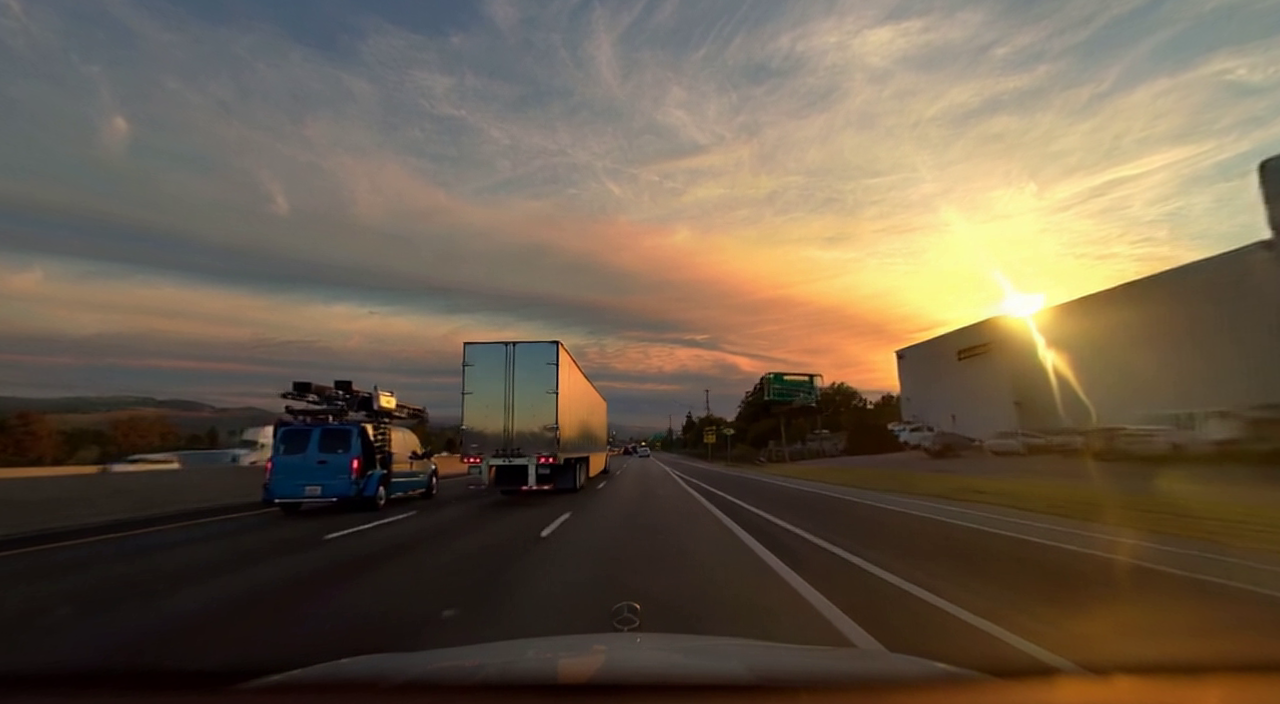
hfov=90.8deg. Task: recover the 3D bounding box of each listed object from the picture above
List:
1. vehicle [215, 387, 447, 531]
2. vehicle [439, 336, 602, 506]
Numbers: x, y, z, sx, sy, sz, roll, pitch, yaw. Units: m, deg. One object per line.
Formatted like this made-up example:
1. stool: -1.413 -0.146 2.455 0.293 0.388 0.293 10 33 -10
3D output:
1. vehicle: -6.721 2.441 14.905 2.385 2.672 6.049 0 -9 0
2. vehicle: -3.393 2.897 23.651 2.939 4.132 16.303 1 -9 0
